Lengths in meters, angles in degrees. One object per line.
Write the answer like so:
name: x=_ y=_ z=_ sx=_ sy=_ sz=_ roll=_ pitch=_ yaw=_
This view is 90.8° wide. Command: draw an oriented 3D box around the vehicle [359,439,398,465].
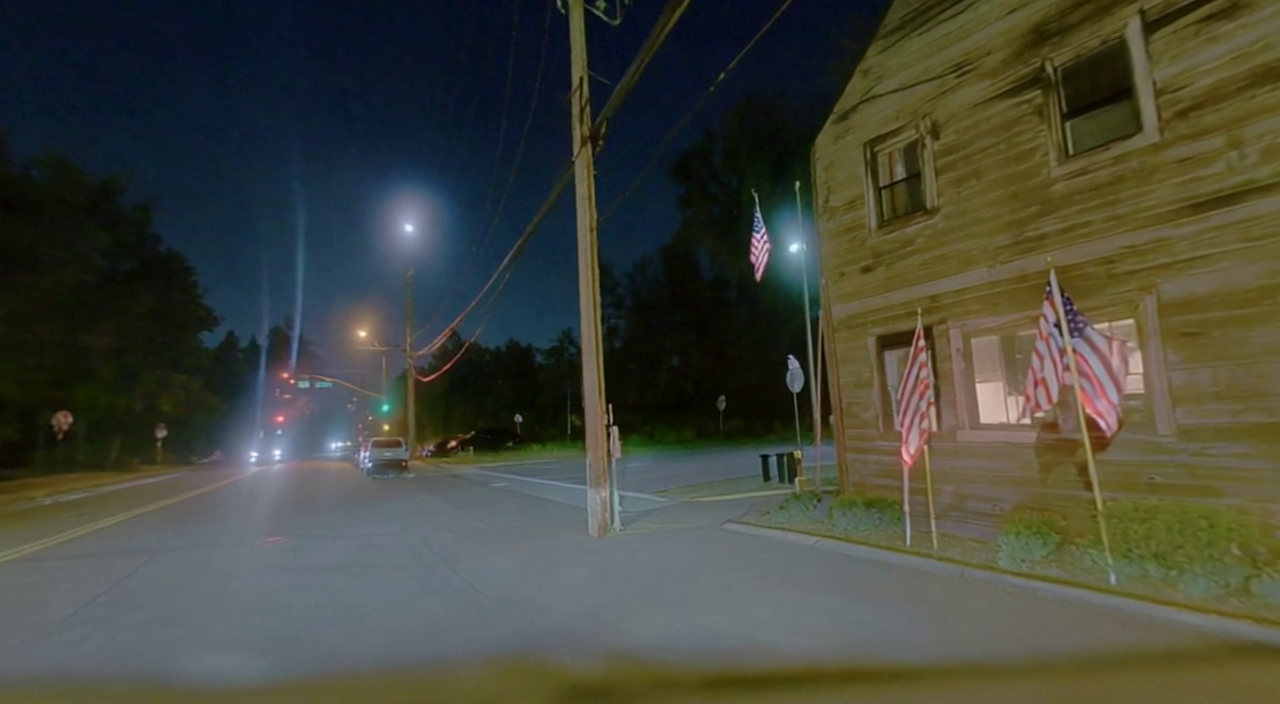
vehicle: x=-15.856 y=6.054 z=38.249 sx=1.941 sy=1.460 sz=4.206 roll=4 pitch=-9 yaw=-24

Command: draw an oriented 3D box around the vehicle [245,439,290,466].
vehicle: x=-25.869 y=6.968 z=44.012 sx=2.086 sy=1.798 sz=4.511 roll=3 pitch=-9 yaw=-23

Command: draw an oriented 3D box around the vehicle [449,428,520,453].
vehicle: x=-11.405 y=6.491 z=46.313 sx=4.767 sy=1.735 sz=1.920 roll=4 pitch=-9 yaw=-24
